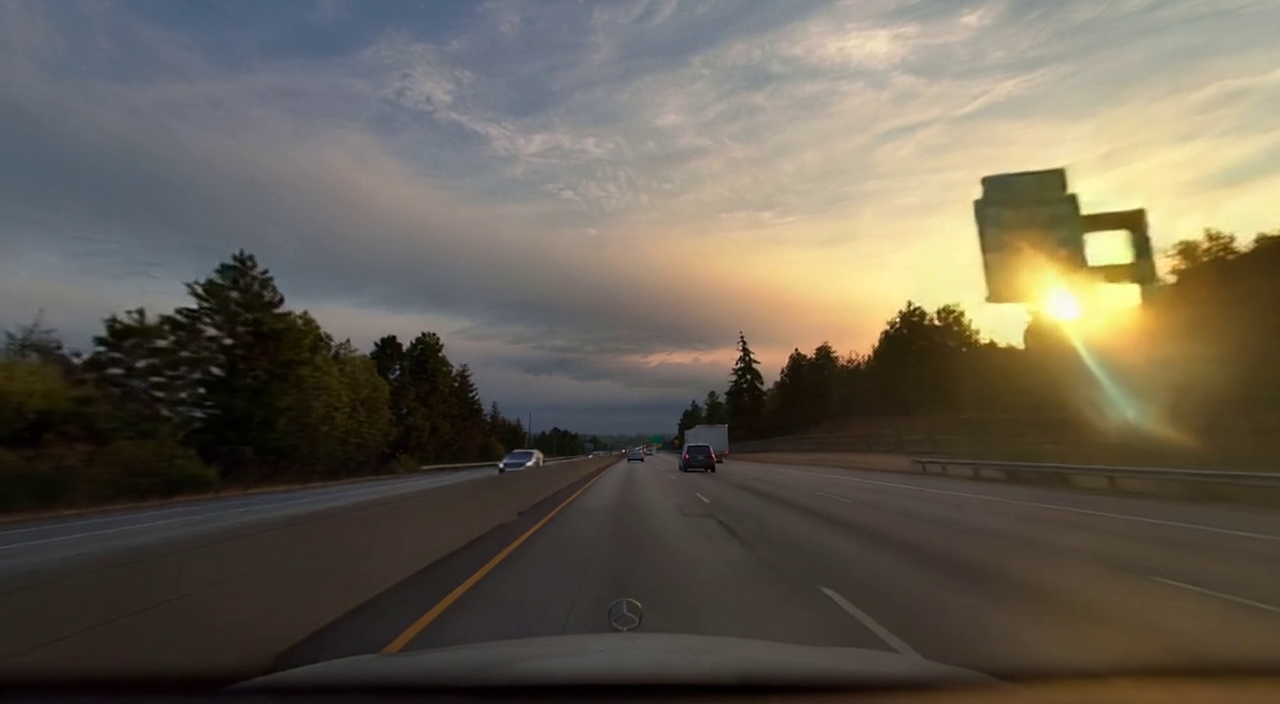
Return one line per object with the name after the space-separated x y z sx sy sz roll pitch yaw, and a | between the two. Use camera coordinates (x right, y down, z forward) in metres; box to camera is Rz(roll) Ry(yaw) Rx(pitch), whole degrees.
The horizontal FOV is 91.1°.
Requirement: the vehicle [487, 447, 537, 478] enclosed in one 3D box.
-7.621 6.591 37.784 2.078 1.677 4.402 0 -9 0 | vehicle

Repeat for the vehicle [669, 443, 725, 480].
2.668 5.284 30.624 2.123 1.620 4.959 0 -9 -1 | vehicle
